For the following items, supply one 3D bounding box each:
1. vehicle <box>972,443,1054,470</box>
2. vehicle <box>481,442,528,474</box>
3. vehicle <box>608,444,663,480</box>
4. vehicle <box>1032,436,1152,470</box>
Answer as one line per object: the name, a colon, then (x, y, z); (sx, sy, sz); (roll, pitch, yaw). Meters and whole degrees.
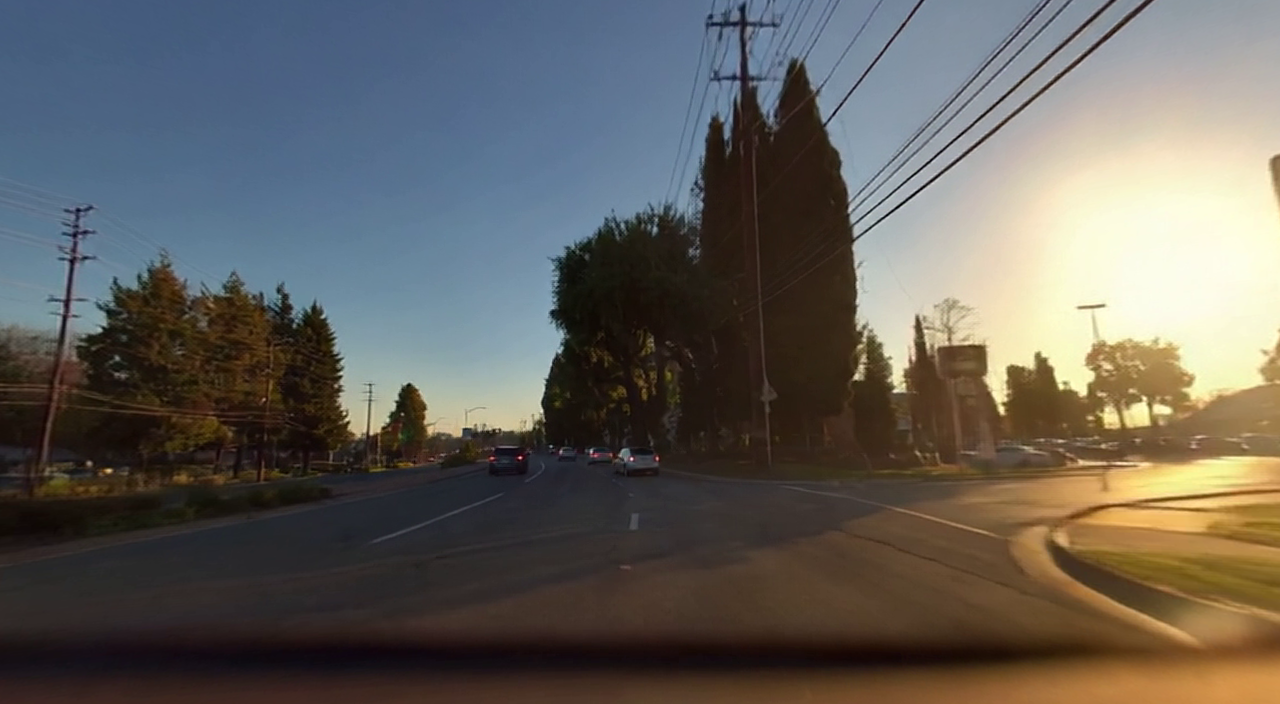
vehicle: (25.310, 7.099, 42.920); (4.350, 1.447, 1.696); (-6, -10, 10)
vehicle: (-8.025, 6.308, 37.776); (2.195, 1.752, 4.515); (1, -8, -6)
vehicle: (-0.287, 5.046, 29.278); (2.130, 1.476, 4.453); (1, -8, -6)
vehicle: (23.776, 5.356, 33.339); (4.834, 1.495, 1.785); (1, -9, 9)
